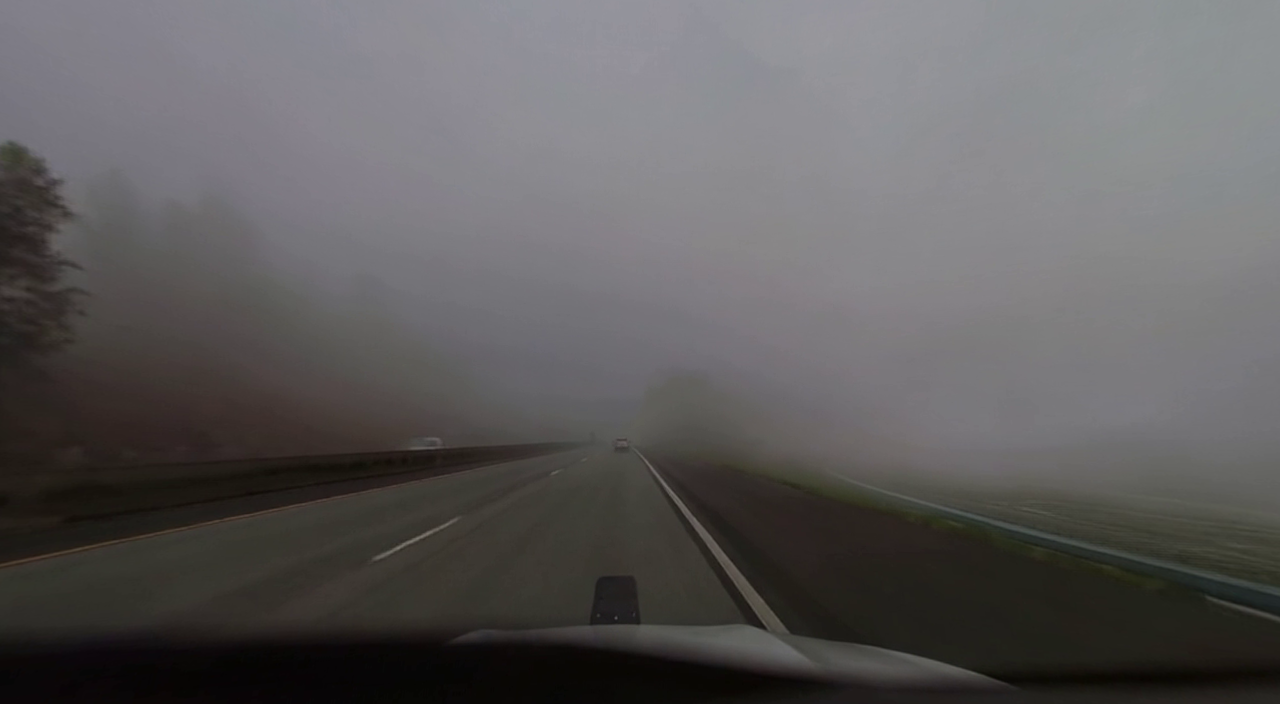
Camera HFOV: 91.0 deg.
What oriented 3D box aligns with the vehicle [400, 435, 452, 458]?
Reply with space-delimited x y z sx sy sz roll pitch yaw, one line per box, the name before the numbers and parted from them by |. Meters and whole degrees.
vehicle | -14.234 6.295 42.127 2.160 1.474 4.150 0 -8 -2
